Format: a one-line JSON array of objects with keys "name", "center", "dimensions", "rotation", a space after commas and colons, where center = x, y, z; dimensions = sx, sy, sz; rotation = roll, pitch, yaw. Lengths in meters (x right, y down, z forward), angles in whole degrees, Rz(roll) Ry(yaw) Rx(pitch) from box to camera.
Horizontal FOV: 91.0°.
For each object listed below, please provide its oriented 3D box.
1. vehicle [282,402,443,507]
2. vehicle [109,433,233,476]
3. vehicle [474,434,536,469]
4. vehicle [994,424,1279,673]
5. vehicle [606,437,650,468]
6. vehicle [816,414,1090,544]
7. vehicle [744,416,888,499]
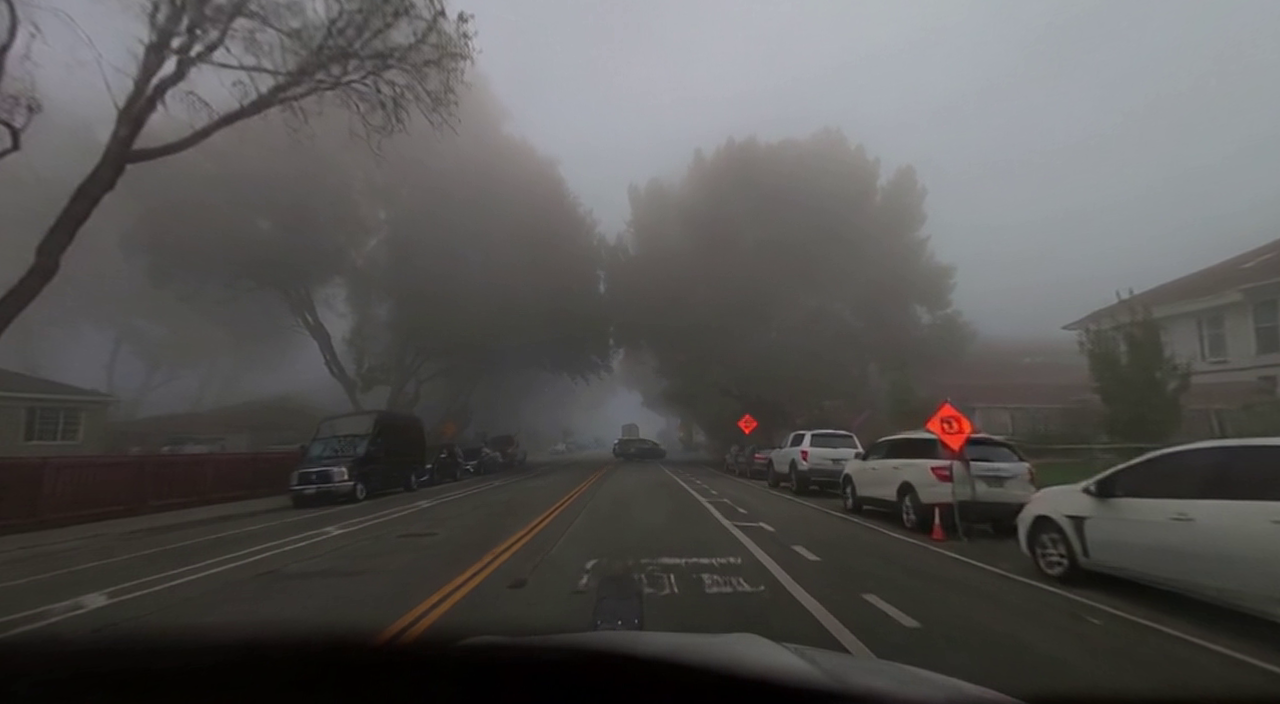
[{"name": "vehicle", "center": [-7.768, 2.922, 18.234], "dimensions": [2.526, 2.631, 4.228], "rotation": [0, -8, 2]}, {"name": "vehicle", "center": [-23.336, 5.087, 31.443], "dimensions": [4.491, 2.031, 2.045], "rotation": [-1, -8, 1]}, {"name": "vehicle", "center": [-8.505, 6.362, 40.356], "dimensions": [2.659, 2.047, 6.014], "rotation": [0, -8, 0]}, {"name": "vehicle", "center": [4.766, 1.272, 4.448], "dimensions": [1.912, 1.463, 4.477], "rotation": [0, -8, 0]}, {"name": "vehicle", "center": [-0.579, 5.198, 32.781], "dimensions": [2.151, 1.481, 4.084], "rotation": [0, -8, 1]}, {"name": "vehicle", "center": [4.868, 2.050, 10.856], "dimensions": [2.225, 1.715, 4.755], "rotation": [0, -8, -1]}, {"name": "vehicle", "center": [4.646, 2.932, 17.865], "dimensions": [2.279, 1.946, 5.925], "rotation": [0, -8, -1]}]
